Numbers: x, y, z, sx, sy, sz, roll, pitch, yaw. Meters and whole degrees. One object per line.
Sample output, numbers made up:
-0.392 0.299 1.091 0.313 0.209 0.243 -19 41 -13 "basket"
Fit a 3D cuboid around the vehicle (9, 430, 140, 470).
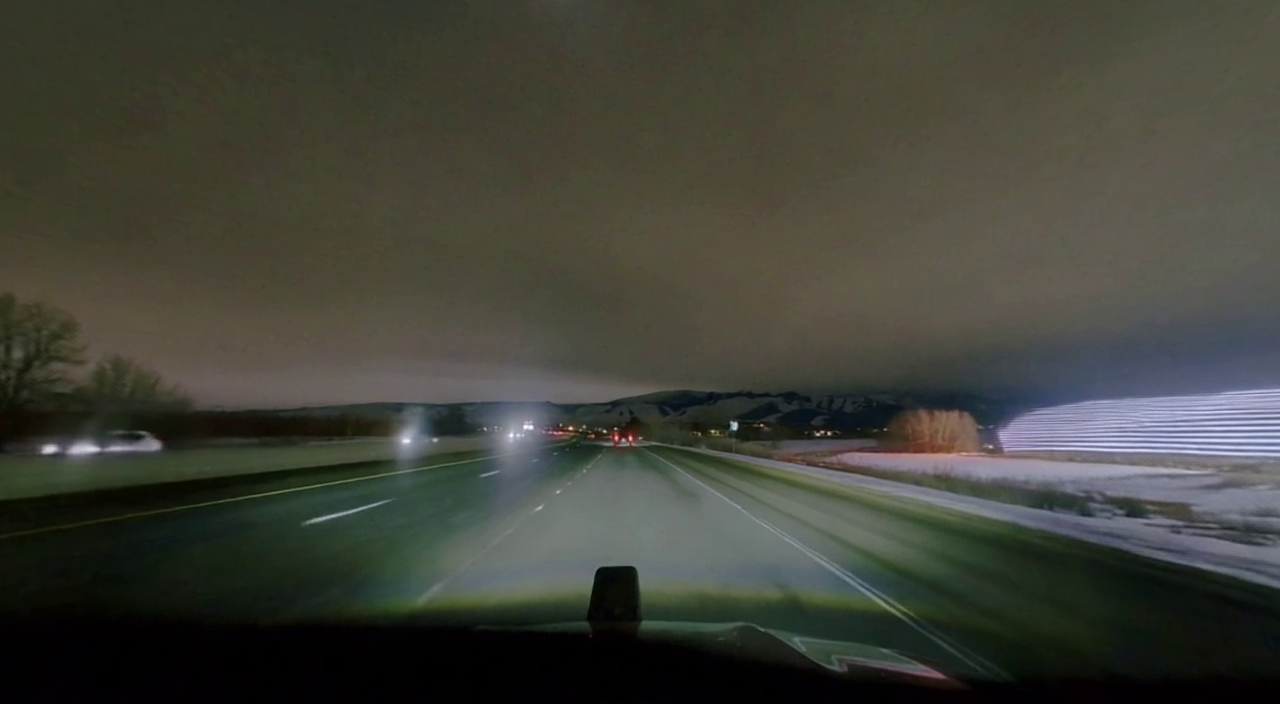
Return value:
-23.209 4.025 26.036 1.780 1.487 3.936 0 -8 0 "vehicle"
